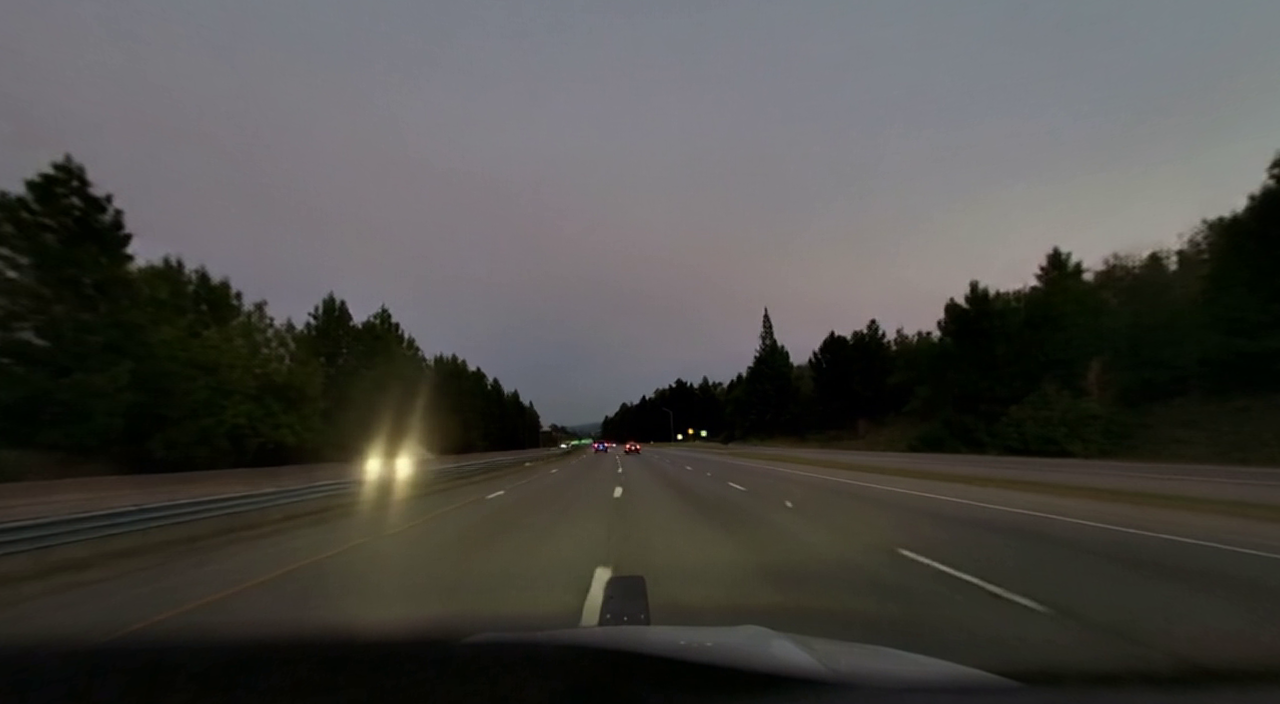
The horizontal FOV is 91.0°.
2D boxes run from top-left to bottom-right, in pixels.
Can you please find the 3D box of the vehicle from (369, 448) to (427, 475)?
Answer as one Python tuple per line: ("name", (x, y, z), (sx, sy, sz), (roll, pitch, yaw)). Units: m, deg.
("vehicle", (-14.893, 6.735, 39.007), (1.877, 1.525, 4.464), (0, -8, -1))
